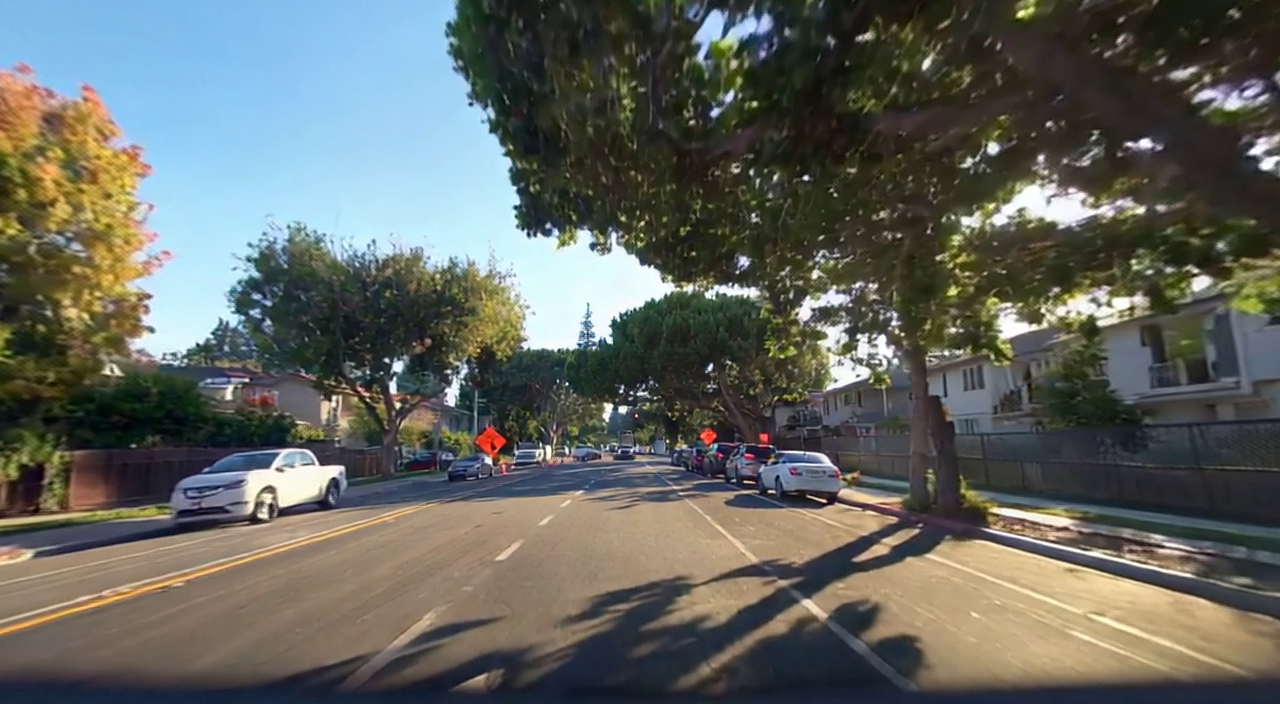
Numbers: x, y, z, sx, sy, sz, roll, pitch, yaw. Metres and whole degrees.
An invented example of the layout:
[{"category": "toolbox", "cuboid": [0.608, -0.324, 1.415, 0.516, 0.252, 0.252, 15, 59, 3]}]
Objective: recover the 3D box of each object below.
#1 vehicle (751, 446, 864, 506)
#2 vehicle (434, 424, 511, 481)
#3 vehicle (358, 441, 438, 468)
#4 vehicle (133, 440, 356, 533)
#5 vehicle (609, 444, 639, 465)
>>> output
[{"category": "vehicle", "cuboid": [4.600, 3.464, 18.039, 1.912, 1.463, 4.477, 1, -9, -1]}, {"category": "vehicle", "cuboid": [-8.283, 5.034, 31.666, 2.526, 2.631, 4.228, 0, -9, 2]}, {"category": "vehicle", "cuboid": [-16.995, 7.194, 44.388, 4.779, 1.823, 1.964, 0, -9, -1]}, {"category": "vehicle", "cuboid": [-8.254, 2.819, 13.827, 1.950, 1.672, 4.664, 0, -9, -2]}, {"category": "vehicle", "cuboid": [-1.134, 7.517, 46.331, 2.151, 1.481, 4.084, 0, -9, 0]}]
